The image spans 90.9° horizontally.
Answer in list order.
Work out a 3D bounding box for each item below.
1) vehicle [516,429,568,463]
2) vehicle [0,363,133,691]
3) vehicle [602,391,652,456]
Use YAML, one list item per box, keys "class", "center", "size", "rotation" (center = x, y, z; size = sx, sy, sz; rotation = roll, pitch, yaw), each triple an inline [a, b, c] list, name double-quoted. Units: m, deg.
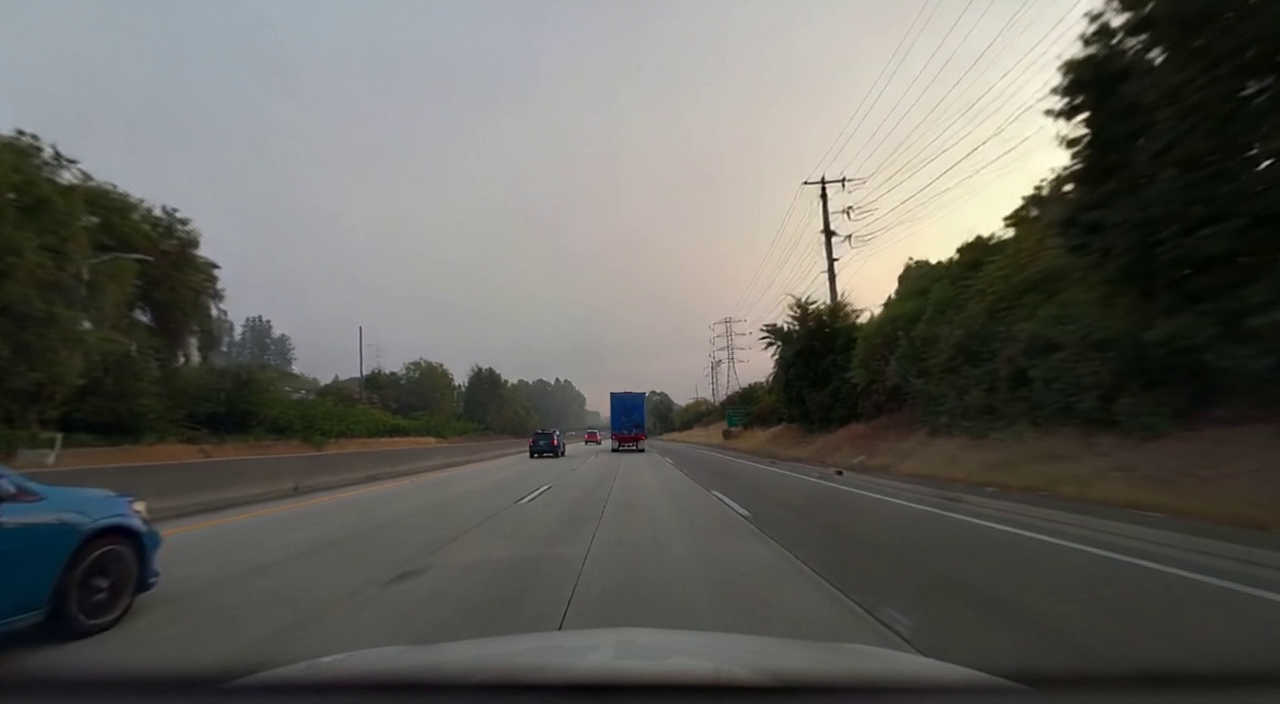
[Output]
- class: "vehicle"
  center: [-4.669, 4.548, 30.678]
  size: [1.934, 1.549, 4.194]
  rotation: [0, -7, -1]
- class: "vehicle"
  center: [-4.216, 0.671, 1.620]
  size: [2.117, 1.618, 4.480]
  rotation: [0, -7, -1]
- class: "vehicle"
  center: [-0.814, 4.892, 42.463]
  size: [2.955, 3.851, 9.915]
  rotation: [0, -8, -1]
